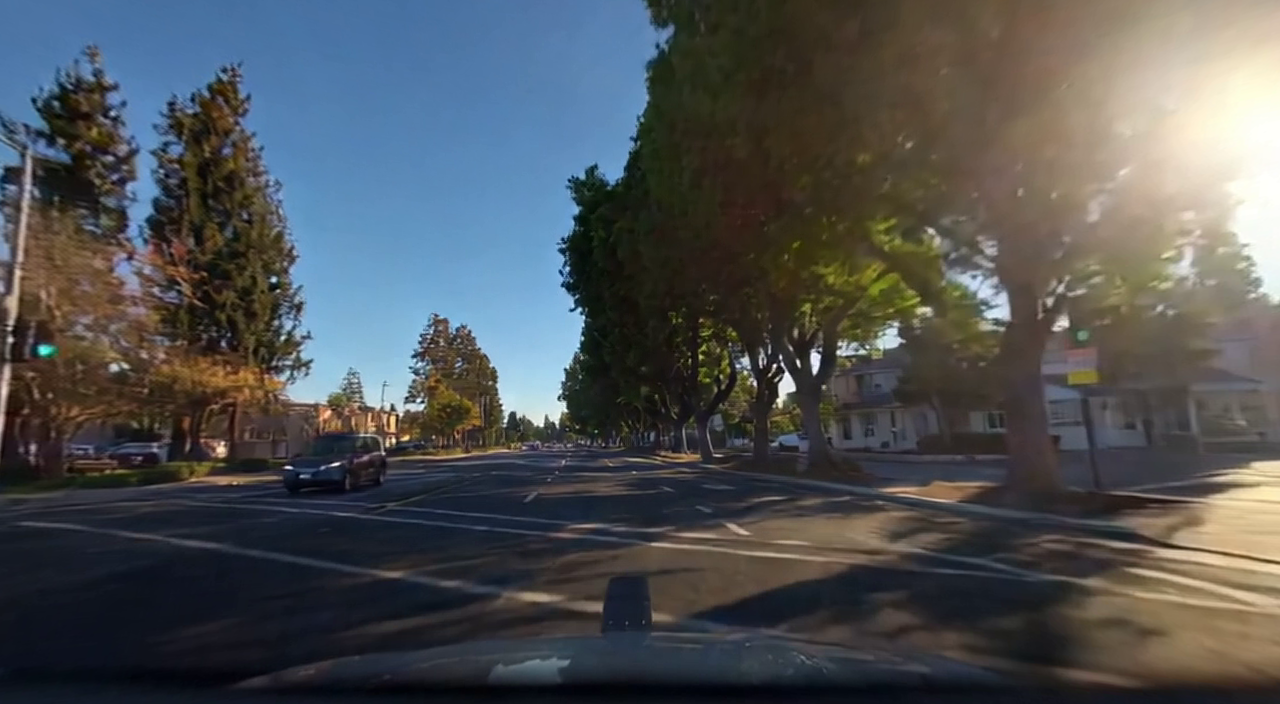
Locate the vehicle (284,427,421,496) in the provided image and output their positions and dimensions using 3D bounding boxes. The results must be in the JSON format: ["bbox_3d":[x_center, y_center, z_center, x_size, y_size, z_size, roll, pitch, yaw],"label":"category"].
[{"bbox_3d":[-7.752,2.985,17.567,2.048,1.670,4.450,1,-8,-5],"label":"vehicle"}]
